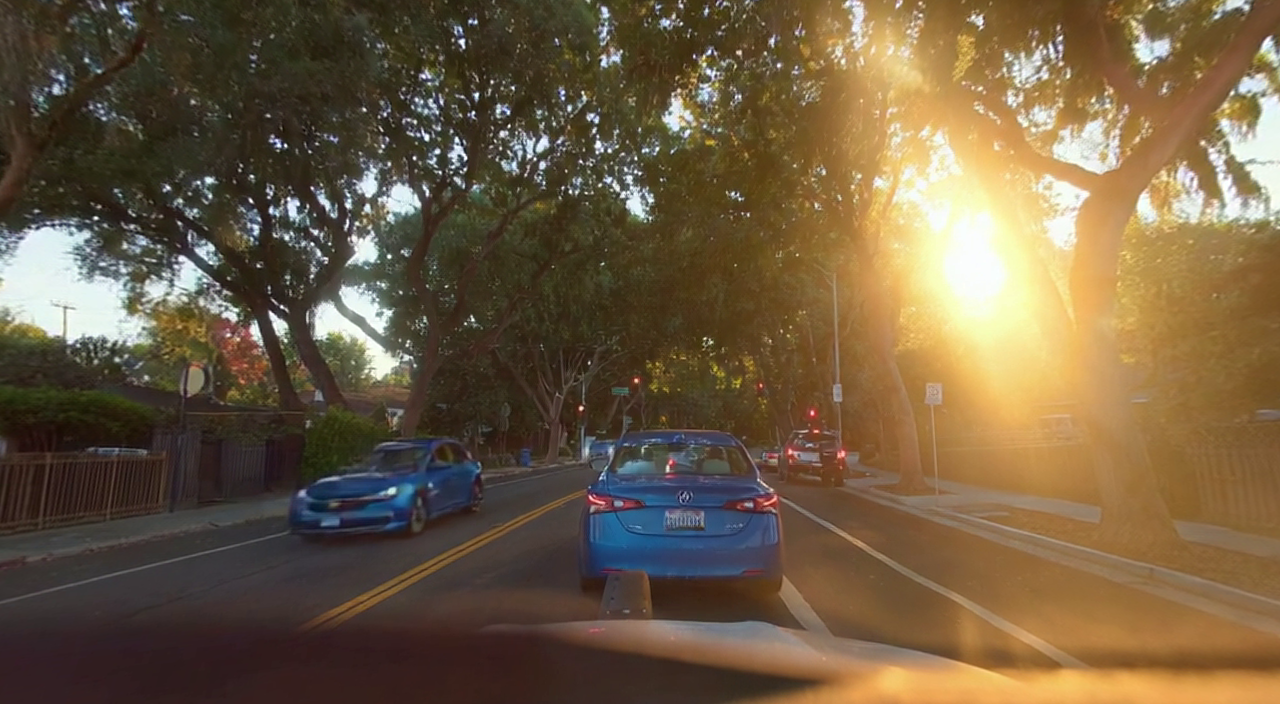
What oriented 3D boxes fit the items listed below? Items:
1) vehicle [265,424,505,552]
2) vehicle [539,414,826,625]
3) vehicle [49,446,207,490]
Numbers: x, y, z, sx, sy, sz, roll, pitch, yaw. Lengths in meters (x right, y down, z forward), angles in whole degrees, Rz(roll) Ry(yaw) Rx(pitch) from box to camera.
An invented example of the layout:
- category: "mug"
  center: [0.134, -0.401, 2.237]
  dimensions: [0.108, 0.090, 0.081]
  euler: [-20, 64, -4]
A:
- category: "vehicle"
  center: [-4.088, 2.259, 11.050]
  dimensions: [2.160, 1.507, 4.470]
  euler: [-7, -9, 2]
- category: "vehicle"
  center: [0.340, 1.502, 6.608]
  dimensions: [2.070, 1.516, 3.936]
  euler: [0, -8, 1]
- category: "vehicle"
  center: [-18.110, 4.085, 22.410]
  dimensions: [4.069, 1.445, 2.063]
  euler: [-2, -9, 8]
